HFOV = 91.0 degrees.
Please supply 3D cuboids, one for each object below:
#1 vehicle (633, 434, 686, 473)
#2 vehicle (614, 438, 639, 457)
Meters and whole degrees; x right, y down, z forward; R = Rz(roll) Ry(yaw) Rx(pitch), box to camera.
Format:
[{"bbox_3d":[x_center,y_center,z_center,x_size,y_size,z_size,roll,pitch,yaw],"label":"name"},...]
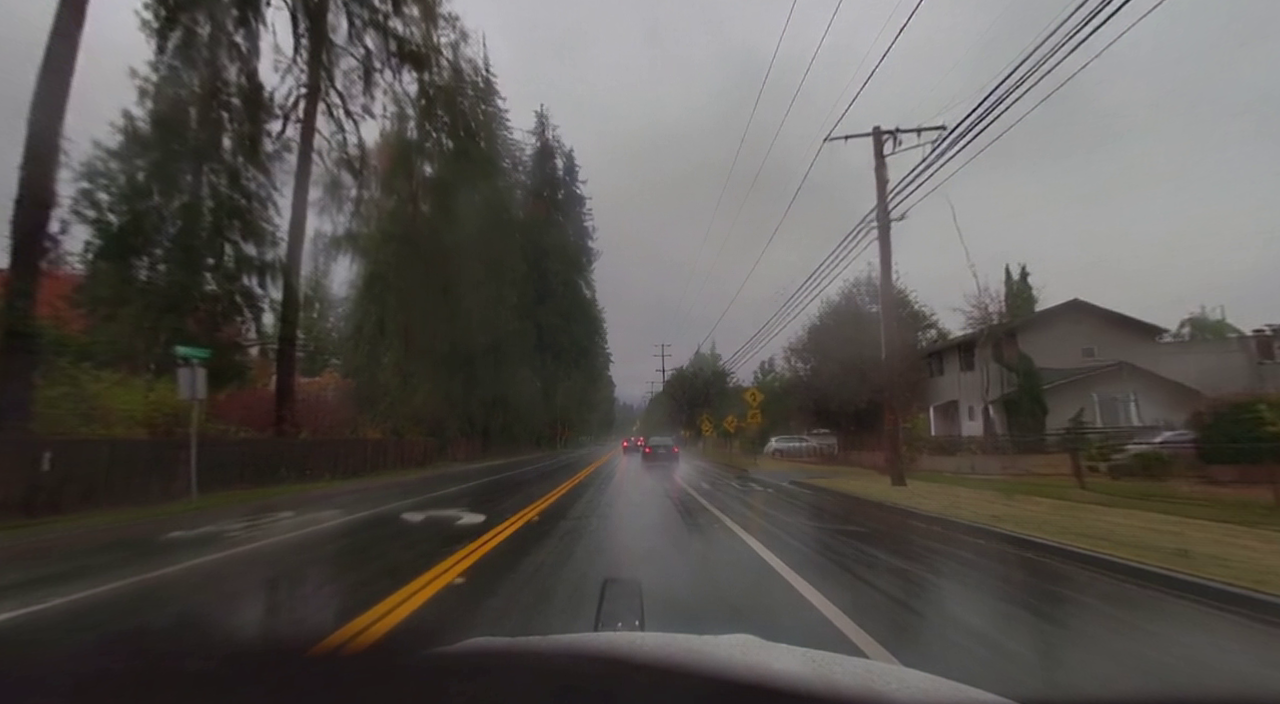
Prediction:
[{"bbox_3d":[0.748,4.298,26.828,1.975,1.497,3.647,1,-8,-3],"label":"vehicle"},{"bbox_3d":[-1.017,7.496,49.431,1.927,1.453,3.848,0,-8,0],"label":"vehicle"}]
